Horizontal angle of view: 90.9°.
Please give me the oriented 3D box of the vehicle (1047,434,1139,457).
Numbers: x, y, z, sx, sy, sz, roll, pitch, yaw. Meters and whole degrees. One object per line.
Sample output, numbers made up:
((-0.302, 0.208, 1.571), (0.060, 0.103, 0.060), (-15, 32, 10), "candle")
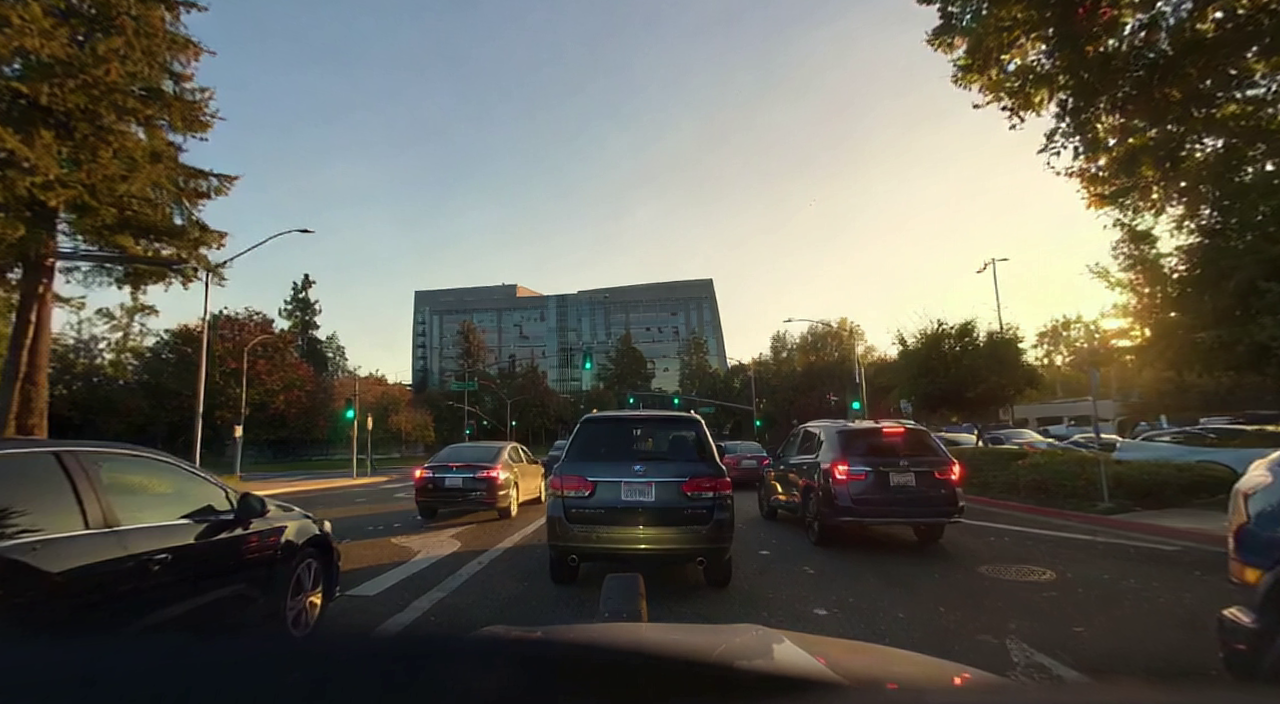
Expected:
((32.764, 6.769, 45.725), (4.869, 1.622, 2.230), (0, -8, 0), "vehicle")

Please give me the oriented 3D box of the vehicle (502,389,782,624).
((0.030, 1.457, 6.810), (2.113, 1.768, 3.901), (0, -8, 0), "vehicle")

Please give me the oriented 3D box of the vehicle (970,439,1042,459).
((26.528, 7.025, 45.808), (4.180, 1.376, 1.583), (0, -8, 2), "vehicle")

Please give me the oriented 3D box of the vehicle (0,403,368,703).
((-3.068, 0.984, 2.542), (1.909, 1.476, 4.751), (0, -8, -1), "vehicle")

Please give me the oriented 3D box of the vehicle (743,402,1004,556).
((3.346, 1.982, 10.615), (2.408, 1.908, 5.355), (0, -8, 1), "vehicle")

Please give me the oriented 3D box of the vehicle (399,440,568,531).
((-2.813, 2.512, 12.585), (2.072, 1.450, 4.612), (0, -8, 1), "vehicle")
